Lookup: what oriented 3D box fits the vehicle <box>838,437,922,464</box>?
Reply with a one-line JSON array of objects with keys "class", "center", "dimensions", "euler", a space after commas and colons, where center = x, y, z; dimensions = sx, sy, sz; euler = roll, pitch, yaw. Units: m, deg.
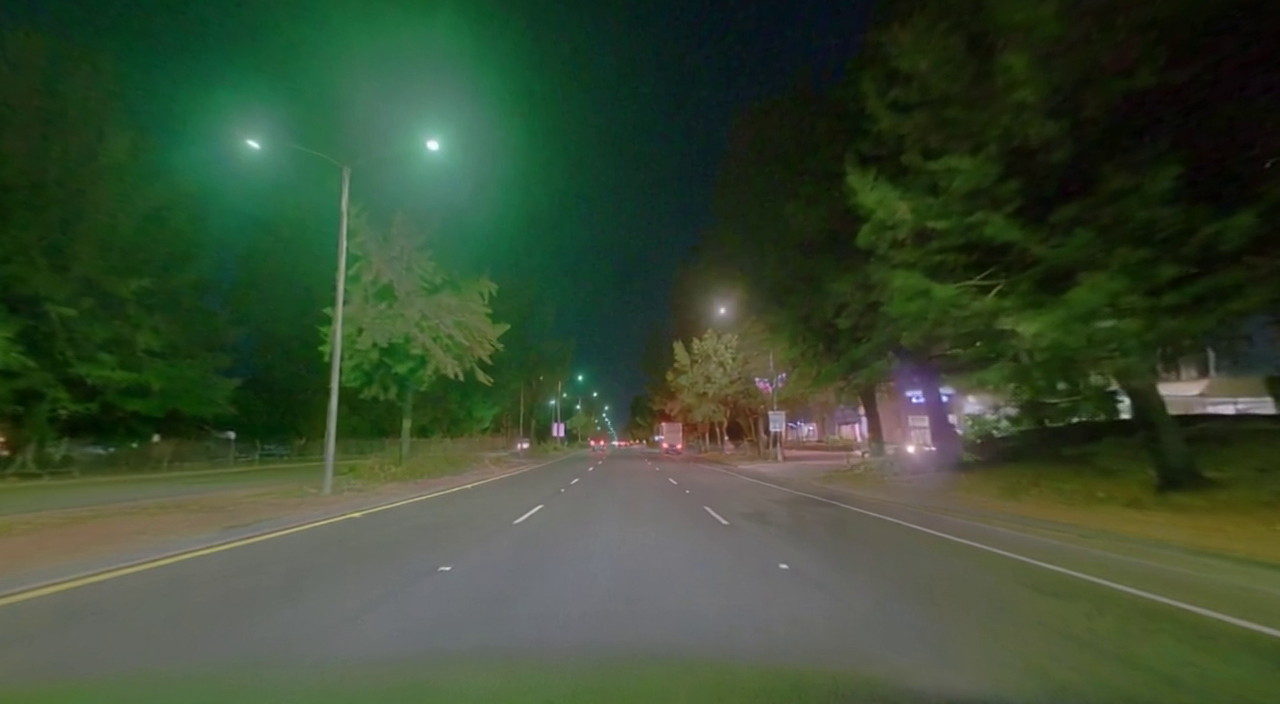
[{"class": "vehicle", "center": [14.419, 5.935, 38.162], "dimensions": [4.296, 1.596, 1.807], "euler": [0, -9, 0]}]

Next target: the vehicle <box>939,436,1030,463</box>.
[{"class": "vehicle", "center": [20.852, 5.907, 38.364], "dimensions": [4.416, 1.561, 1.876], "euler": [0, -9, 0]}]
